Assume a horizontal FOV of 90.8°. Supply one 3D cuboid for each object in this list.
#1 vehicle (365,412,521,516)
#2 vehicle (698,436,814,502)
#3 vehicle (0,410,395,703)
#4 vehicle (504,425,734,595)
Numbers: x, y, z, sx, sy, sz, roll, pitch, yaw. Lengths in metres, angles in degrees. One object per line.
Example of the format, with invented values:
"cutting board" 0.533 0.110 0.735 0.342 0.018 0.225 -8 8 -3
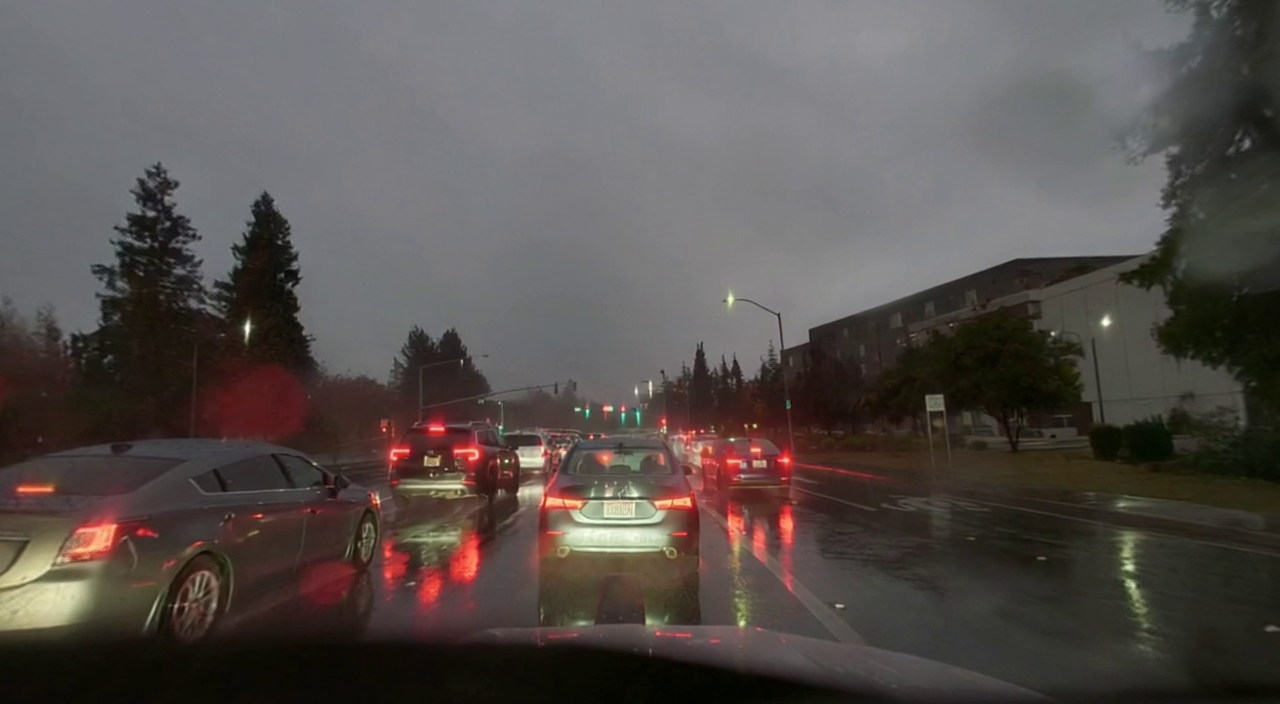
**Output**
"vehicle" -4.038 2.381 13.894 2.054 1.881 4.469 0 -8 -1
"vehicle" 2.804 2.952 16.416 1.978 1.452 4.381 0 -8 -3
"vehicle" -3.864 1.346 5.244 1.985 1.467 4.224 0 -9 -1
"vehicle" -0.233 1.678 7.617 2.007 1.467 4.059 0 -8 -2
